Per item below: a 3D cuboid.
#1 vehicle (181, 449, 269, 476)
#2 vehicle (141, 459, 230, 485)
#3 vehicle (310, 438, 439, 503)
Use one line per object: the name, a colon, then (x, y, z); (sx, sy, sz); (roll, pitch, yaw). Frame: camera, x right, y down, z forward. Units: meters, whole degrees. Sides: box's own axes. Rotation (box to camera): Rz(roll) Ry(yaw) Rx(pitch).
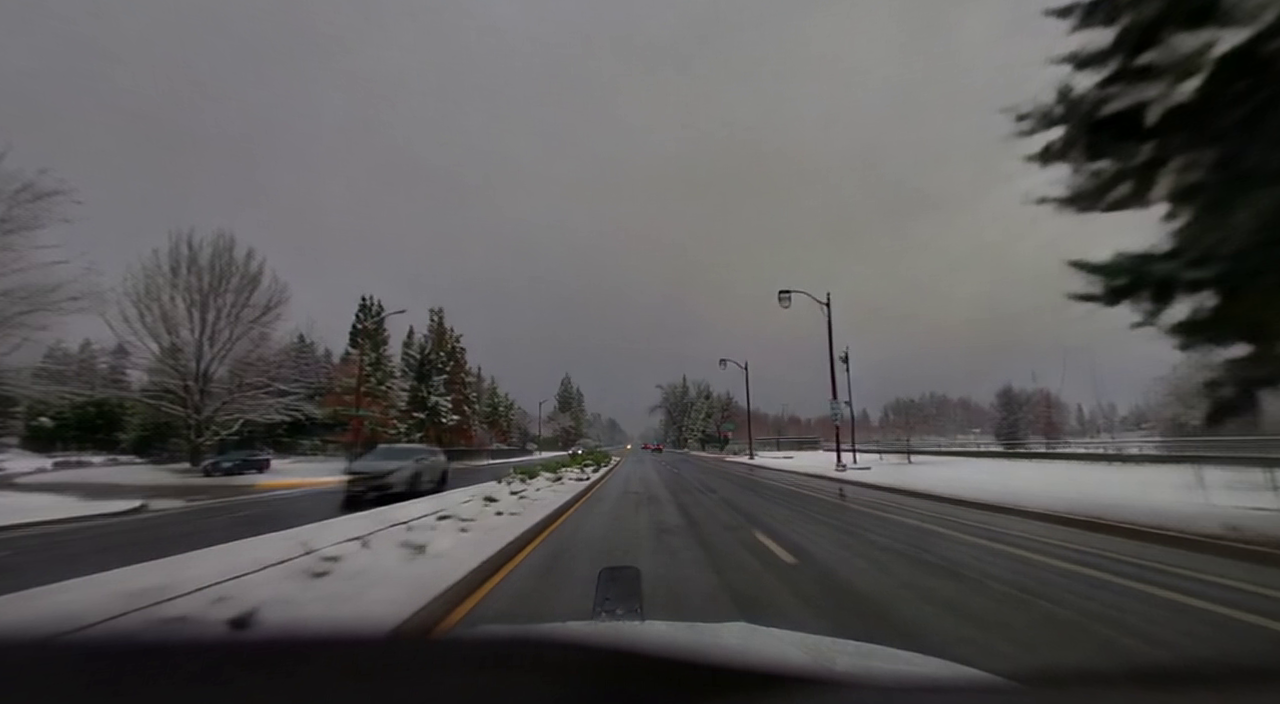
vehicle: (-26.468, 7.056, 40.370); (4.140, 1.635, 2.059); (0, -8, -1)
vehicle: (-27.070, 7.124, 37.685); (3.977, 1.453, 1.768); (0, -9, 3)
vehicle: (-7.748, 3.475, 18.969); (1.979, 1.684, 4.289); (0, -8, 0)
